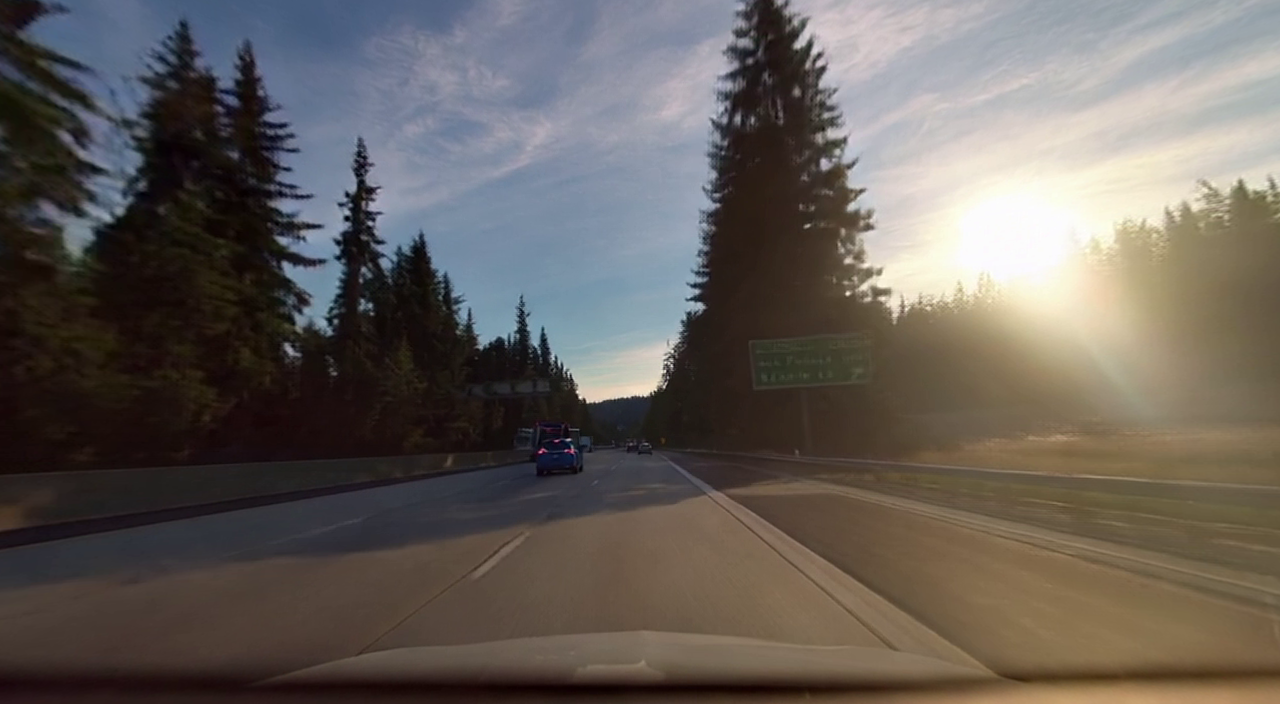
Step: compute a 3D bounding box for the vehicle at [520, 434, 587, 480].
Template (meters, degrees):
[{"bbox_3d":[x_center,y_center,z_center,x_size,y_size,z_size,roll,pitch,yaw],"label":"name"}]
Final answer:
[{"bbox_3d":[-3.511,4.342,26.371,2.084,1.752,4.479,0,-8,2],"label":"vehicle"}]
